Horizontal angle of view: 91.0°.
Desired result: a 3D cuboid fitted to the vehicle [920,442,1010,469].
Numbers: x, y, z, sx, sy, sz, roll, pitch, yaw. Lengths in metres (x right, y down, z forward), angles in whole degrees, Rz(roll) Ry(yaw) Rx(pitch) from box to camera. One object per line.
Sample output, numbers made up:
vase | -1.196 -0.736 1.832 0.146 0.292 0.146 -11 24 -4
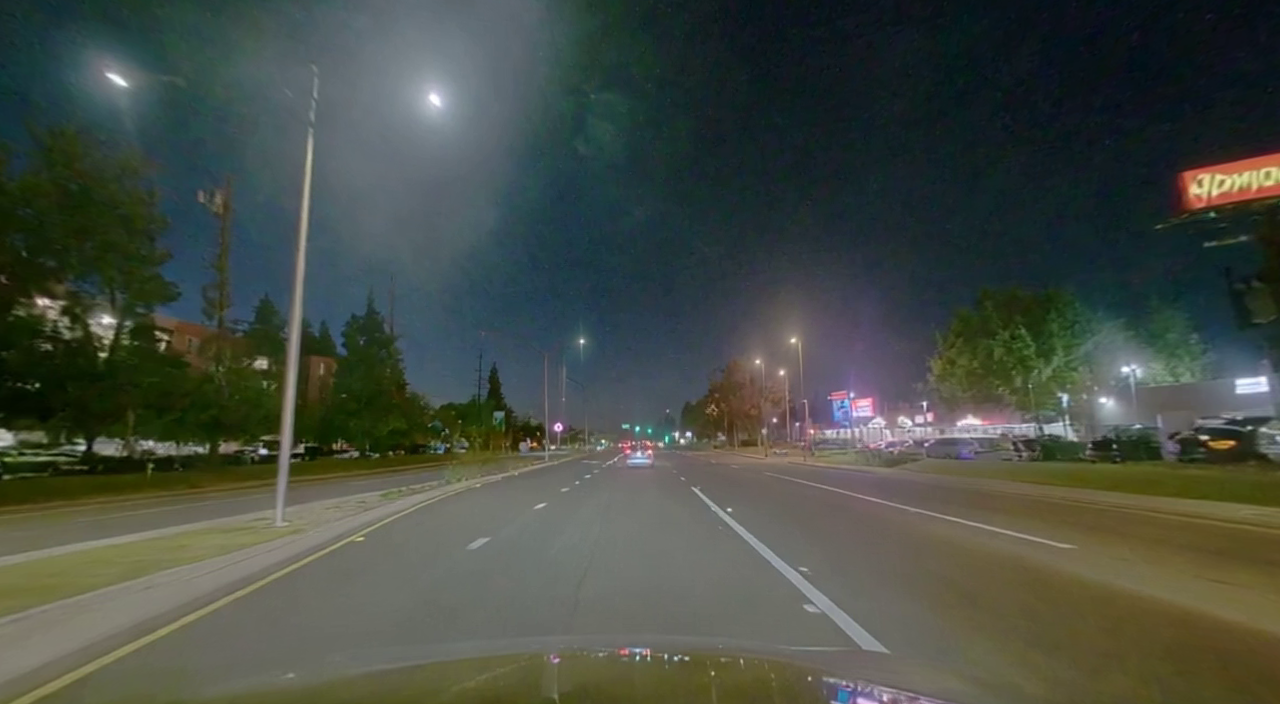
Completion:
vehicle | 16.408 5.240 32.113 1.860 1.276 4.671 0 -9 -4

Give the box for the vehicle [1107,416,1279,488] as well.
vehicle | 18.247 3.138 19.883 2.201 1.947 5.501 1 -9 -9

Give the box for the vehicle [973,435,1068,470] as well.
vehicle | 19.132 5.065 31.916 1.900 1.639 4.397 0 -9 -2

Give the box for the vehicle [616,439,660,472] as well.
vehicle | -0.138 4.994 30.587 1.998 1.452 3.773 0 -9 -1

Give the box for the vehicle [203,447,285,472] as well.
vehicle | -27.240 7.405 43.364 4.355 1.504 1.874 -2 -9 1

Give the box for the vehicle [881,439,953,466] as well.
vehicle | 16.170 5.876 37.049 1.949 1.458 4.865 0 -8 0
